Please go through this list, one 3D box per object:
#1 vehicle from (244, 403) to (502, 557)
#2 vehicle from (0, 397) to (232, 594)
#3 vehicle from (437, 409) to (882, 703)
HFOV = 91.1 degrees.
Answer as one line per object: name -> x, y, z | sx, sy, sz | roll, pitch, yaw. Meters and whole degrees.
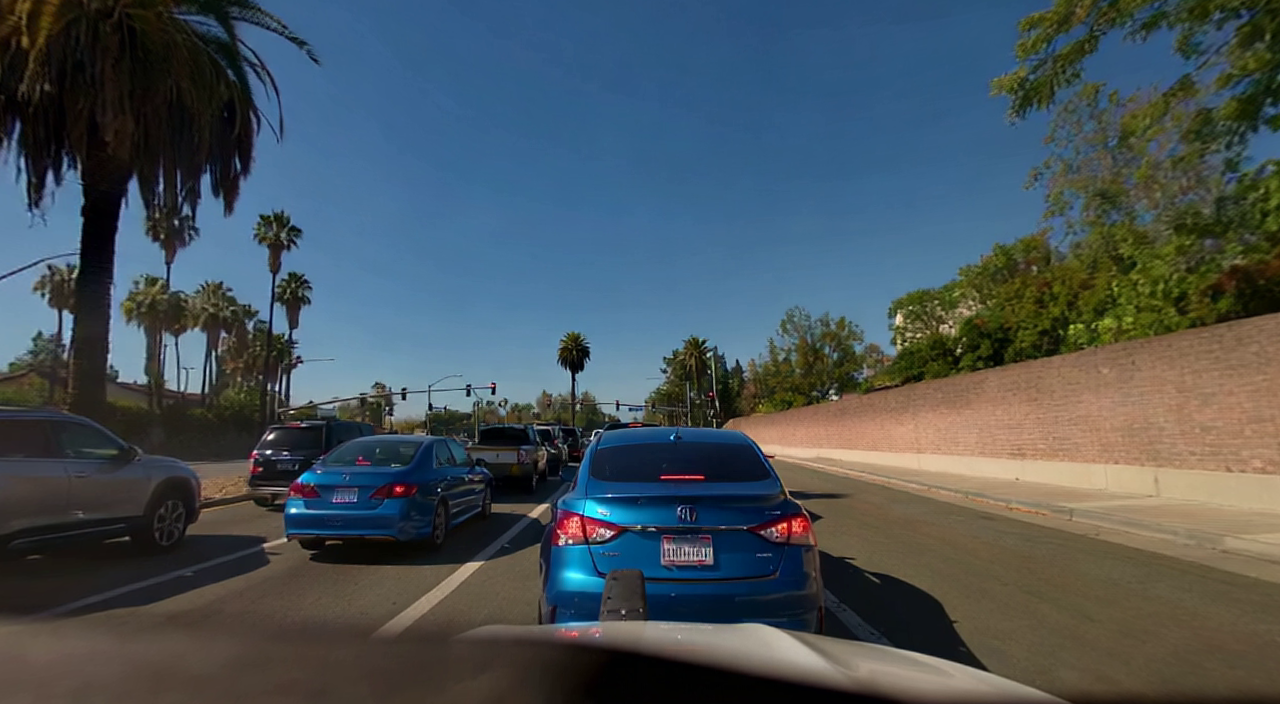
vehicle -> -3.510, 1.769, 9.301 | 2.055, 1.746, 4.136 | 0, -8, -1
vehicle -> -6.671, 1.393, 6.399 | 1.963, 1.721, 4.662 | 0, -8, -2
vehicle -> 0.045, 1.333, 5.213 | 2.128, 1.473, 4.272 | 0, -8, -2
